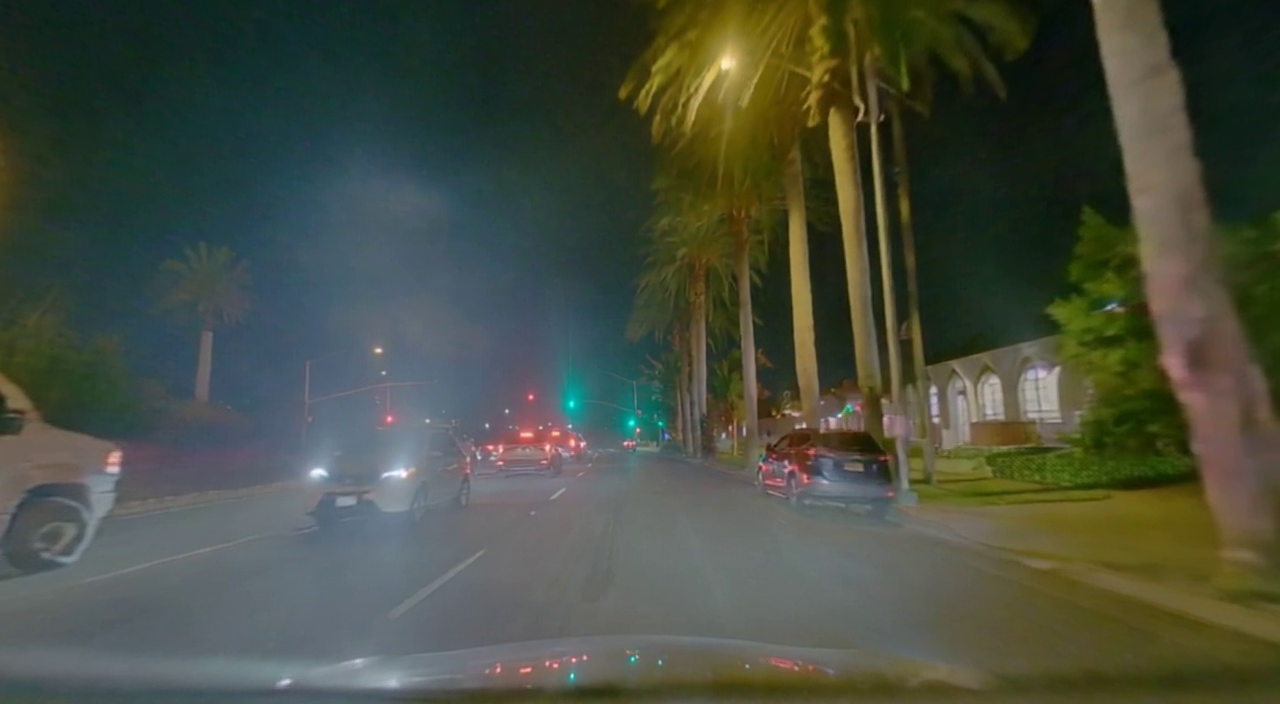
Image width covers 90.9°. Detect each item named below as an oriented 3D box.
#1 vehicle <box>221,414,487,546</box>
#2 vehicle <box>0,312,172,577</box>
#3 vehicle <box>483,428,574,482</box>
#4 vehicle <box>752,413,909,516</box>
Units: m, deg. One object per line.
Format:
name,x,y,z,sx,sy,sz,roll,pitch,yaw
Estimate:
vehicle,-3.996,1.854,9.809,2.051,1.572,4.207,-1,-8,2
vehicle,-6.941,0.697,4.659,2.155,2.399,6.101,-1,-8,1
vehicle,-3.661,3.474,21.645,2.181,1.636,4.504,-1,-8,2
vehicle,3.688,2.247,13.101,1.801,1.746,4.325,0,-8,-1
